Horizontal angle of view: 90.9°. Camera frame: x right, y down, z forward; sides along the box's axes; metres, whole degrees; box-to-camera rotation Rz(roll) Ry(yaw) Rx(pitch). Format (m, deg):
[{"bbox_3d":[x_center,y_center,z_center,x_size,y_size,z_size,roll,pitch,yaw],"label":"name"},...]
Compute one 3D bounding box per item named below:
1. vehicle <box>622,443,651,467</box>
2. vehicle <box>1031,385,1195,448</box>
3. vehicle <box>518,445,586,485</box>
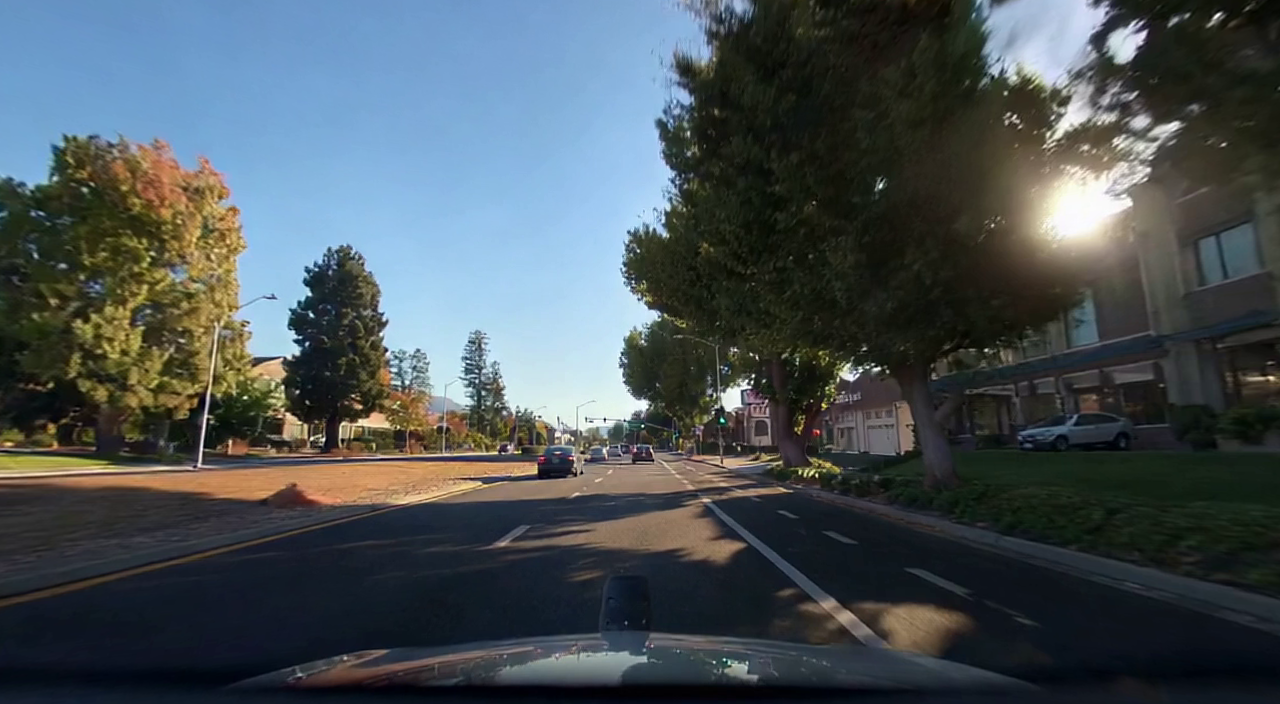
[{"bbox_3d":[-0.279,8.048,49.490,2.153,1.764,4.047,0,-8,-1],"label":"vehicle"},{"bbox_3d":[15.902,2.264,21.475,3.888,1.599,1.922,-8,-13,20],"label":"vehicle"},{"bbox_3d":[-3.439,4.508,25.509,2.015,1.470,4.458,0,-8,1],"label":"vehicle"}]
